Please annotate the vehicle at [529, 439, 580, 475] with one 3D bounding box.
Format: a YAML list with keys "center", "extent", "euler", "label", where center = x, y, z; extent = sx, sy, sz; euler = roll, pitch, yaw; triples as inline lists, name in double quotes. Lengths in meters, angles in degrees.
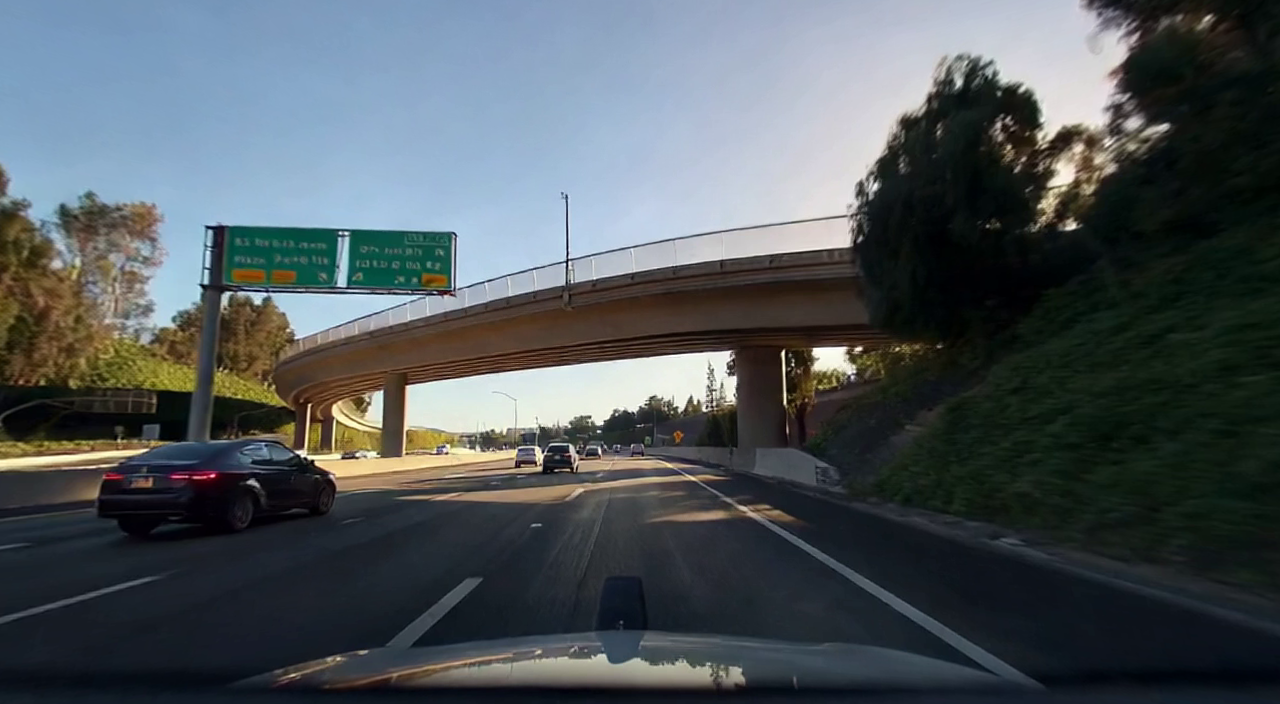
- center: [-4.085, 5.093, 30.863]
  extent: [1.971, 1.643, 4.009]
  euler: [0, -8, -1]
  label: "vehicle"
